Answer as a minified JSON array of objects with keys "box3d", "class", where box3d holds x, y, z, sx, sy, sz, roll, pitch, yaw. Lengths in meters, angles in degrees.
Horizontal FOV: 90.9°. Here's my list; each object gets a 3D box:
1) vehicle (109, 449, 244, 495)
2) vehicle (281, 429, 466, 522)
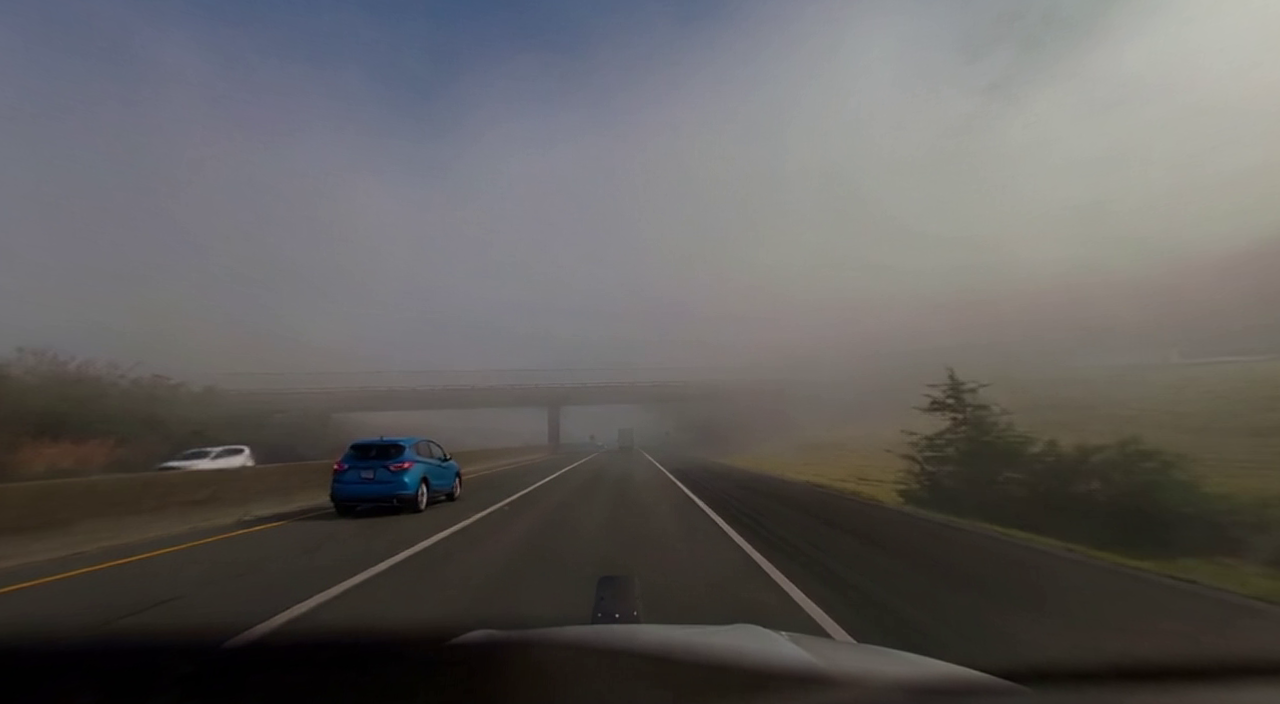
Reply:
[{"box3d":[-17.565,4.522,24.214,1.879,1.468,4.469,0,-8,-1],"class":"vehicle"},{"box3d":[-4.898,2.274,12.254,1.965,1.513,3.774,0,-8,0],"class":"vehicle"}]
